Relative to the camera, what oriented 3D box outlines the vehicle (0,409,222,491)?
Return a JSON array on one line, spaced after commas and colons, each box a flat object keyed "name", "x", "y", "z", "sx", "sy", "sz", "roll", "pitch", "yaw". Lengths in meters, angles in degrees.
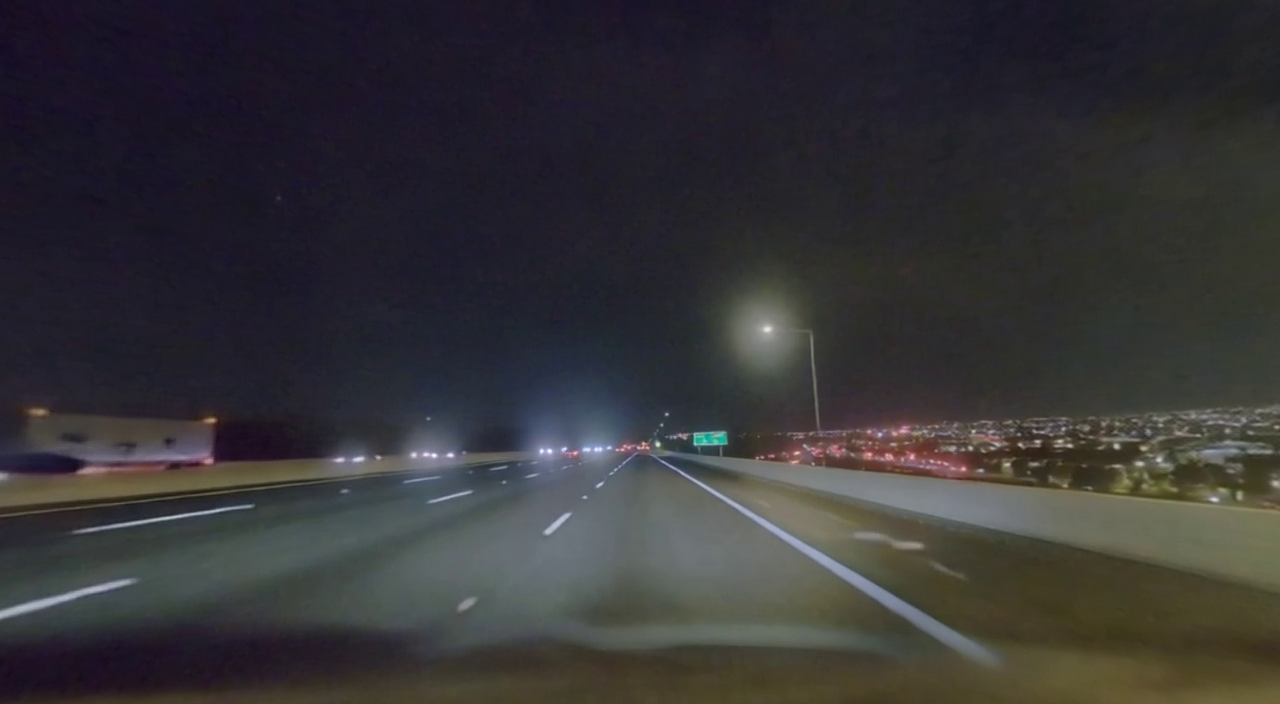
[{"name": "vehicle", "x": -28.147, "y": 5.157, "z": 33.364, "sx": 2.819, "sy": 3.437, "sz": 13.292, "roll": 0, "pitch": -9, "yaw": 0}]
